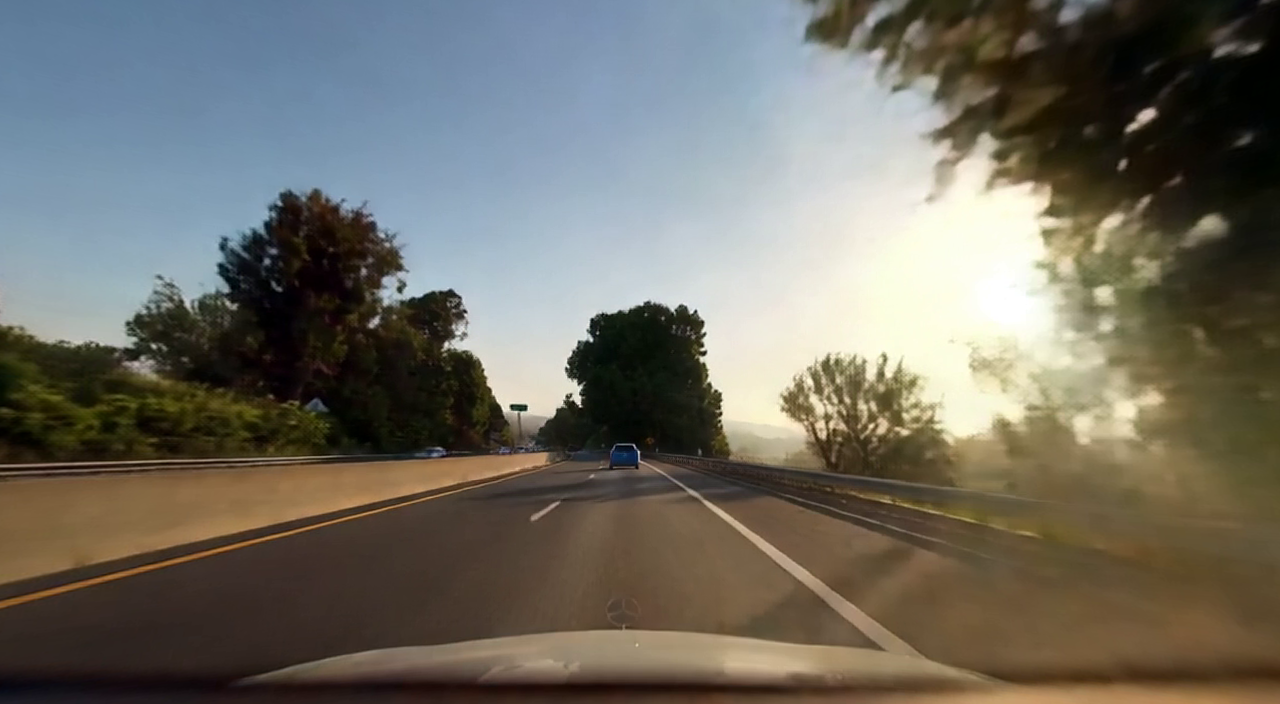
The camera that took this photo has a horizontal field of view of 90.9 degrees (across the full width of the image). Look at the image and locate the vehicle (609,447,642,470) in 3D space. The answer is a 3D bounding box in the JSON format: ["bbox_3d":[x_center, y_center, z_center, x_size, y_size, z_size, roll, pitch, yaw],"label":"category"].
[{"bbox_3d":[-1.008,7.187,42.684,2.126,1.411,4.433,0,-9,-1],"label":"vehicle"}]
